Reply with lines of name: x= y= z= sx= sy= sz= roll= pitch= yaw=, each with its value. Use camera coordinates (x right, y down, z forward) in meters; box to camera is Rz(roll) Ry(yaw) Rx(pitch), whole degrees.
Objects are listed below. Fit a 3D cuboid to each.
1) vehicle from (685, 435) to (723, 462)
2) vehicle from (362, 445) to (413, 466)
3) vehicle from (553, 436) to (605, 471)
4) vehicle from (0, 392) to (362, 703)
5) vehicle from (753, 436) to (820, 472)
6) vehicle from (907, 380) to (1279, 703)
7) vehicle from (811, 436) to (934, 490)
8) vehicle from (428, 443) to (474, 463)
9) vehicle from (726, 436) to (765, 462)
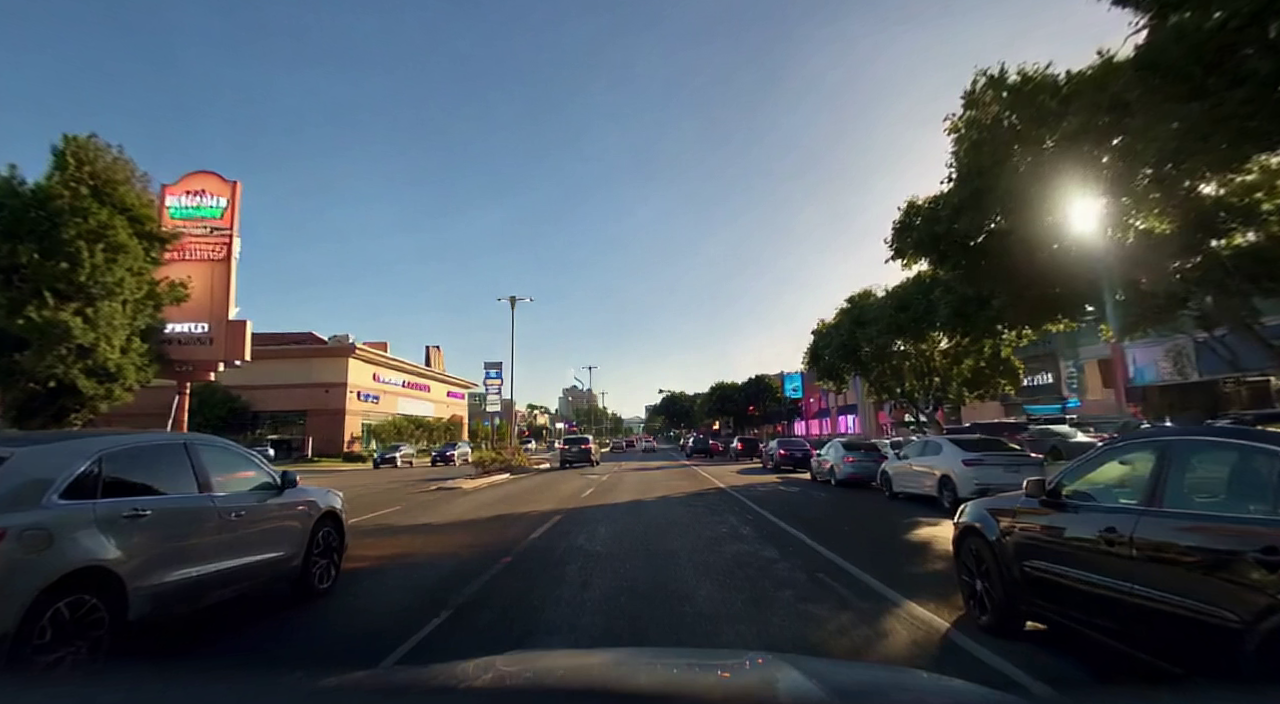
vehicle: x=4.274 y=6.528 z=42.753 sx=2.007 sy=1.683 sz=4.171 roll=0 pitch=-8 yaw=-1
vehicle: x=-18.771 y=7.723 z=47.092 sx=1.911 sy=1.482 sz=4.430 roll=-1 pitch=-8 yaw=1
vehicle: x=-2.821 y=4.825 z=30.127 sx=1.917 sy=1.511 sz=4.436 roll=-1 pitch=-8 yaw=1
vehicle: x=-3.681 y=1.032 z=3.279 sx=2.155 sy=1.504 sz=4.776 roll=-1 pitch=-8 yaw=2
vehicle: x=7.199 y=5.034 z=31.362 sx=2.077 sy=1.666 sz=4.342 roll=0 pitch=-8 yaw=-3
vehicle: x=3.211 y=0.957 z=2.906 sx=1.981 sy=1.499 sz=4.536 roll=0 pitch=-8 yaw=0
vehicle: x=7.329 y=3.538 z=20.549 sx=2.033 sy=1.540 sz=4.923 roll=0 pitch=-8 yaw=-1
vehicle: x=-14.725 y=7.863 z=49.268 sx=2.177 sy=1.519 sz=4.307 roll=-1 pitch=-8 yaw=1
vehicle: x=7.791 y=7.201 z=46.844 sx=2.003 sy=1.789 sz=4.718 roll=0 pitch=-8 yaw=-1
